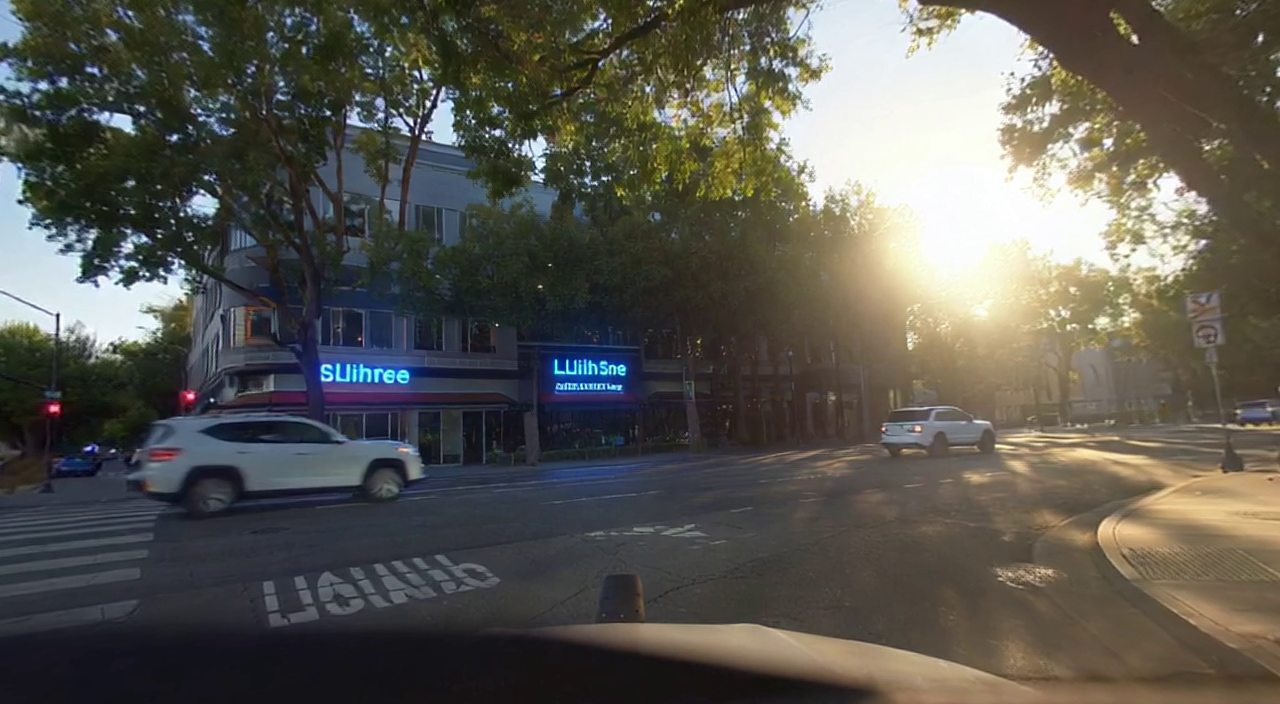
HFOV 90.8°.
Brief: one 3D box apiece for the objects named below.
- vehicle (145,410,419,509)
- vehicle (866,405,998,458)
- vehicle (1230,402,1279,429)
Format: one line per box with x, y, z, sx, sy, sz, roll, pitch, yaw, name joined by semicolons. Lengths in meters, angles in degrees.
-7.465;2.255;13.556;4.689;1.758;2.146;6;-10;-33;vehicle
9.920;2.742;21.391;4.377;1.624;1.953;6;-10;-34;vehicle
43.855;4.545;44.658;4.509;1.691;1.983;6;-10;-34;vehicle
